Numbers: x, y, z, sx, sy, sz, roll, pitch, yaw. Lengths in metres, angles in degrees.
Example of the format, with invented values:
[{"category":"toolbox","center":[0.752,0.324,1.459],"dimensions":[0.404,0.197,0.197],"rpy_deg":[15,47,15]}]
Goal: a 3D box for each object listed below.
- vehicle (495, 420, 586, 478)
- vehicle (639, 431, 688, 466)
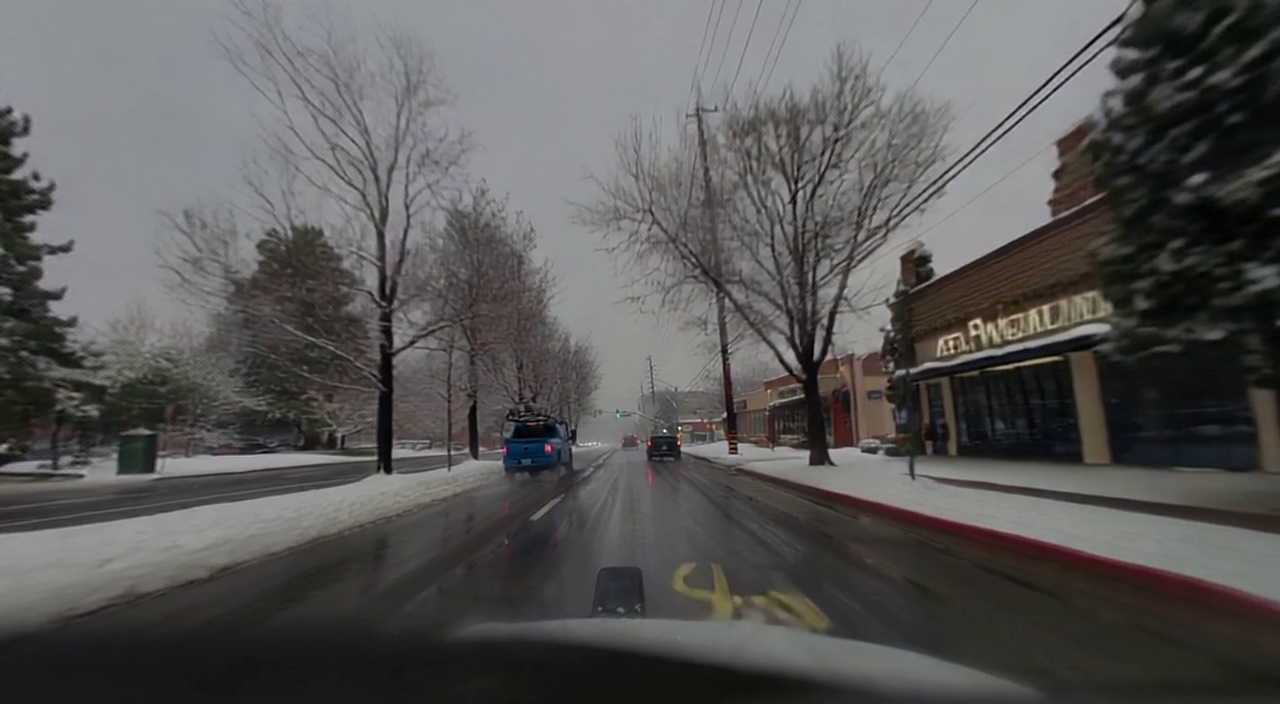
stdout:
[{"category":"vehicle","center":[-3.304,3.342,22.118],"dimensions":[2.464,1.777,5.128],"rpy_deg":[0,-7,-1]},{"category":"vehicle","center":[1.035,4.516,29.900],"dimensions":[2.103,1.487,4.101],"rpy_deg":[0,-7,0]}]
